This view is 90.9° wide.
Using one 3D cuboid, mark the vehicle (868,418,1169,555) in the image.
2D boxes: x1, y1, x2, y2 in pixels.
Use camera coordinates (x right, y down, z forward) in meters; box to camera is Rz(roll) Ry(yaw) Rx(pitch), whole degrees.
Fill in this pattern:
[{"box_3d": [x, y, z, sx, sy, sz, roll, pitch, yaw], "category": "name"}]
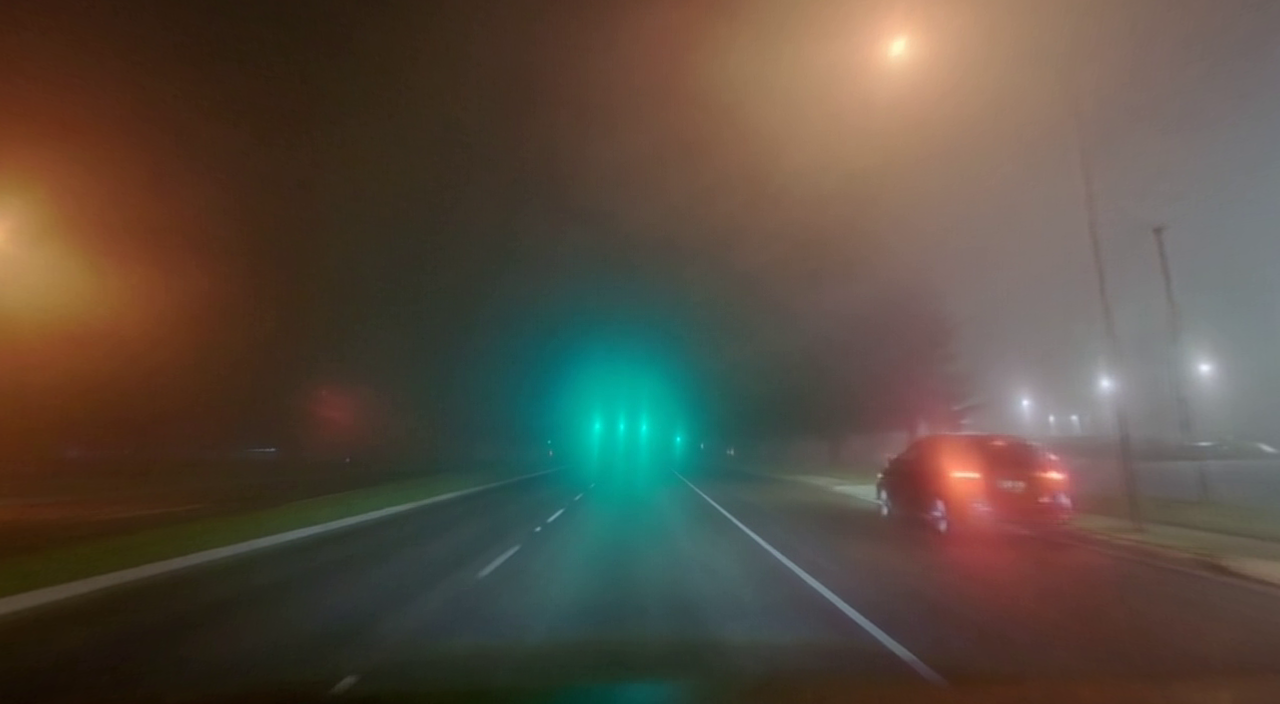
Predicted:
[{"box_3d": [5.533, 2.008, 10.176, 2.057, 1.688, 4.596, 0, -8, 1], "category": "vehicle"}]
